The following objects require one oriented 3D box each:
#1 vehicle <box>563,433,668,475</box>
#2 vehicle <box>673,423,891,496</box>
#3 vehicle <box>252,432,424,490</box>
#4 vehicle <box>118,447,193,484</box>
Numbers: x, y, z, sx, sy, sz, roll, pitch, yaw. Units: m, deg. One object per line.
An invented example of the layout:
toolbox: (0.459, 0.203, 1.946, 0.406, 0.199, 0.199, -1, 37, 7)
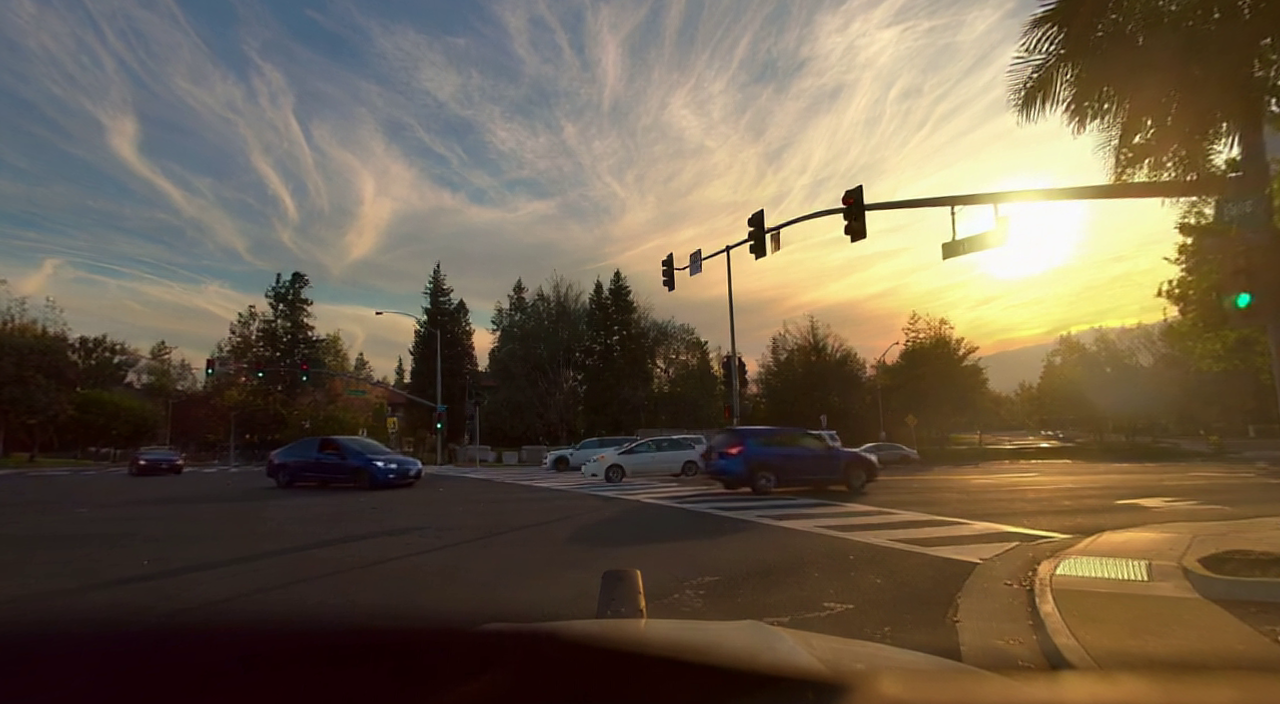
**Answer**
vehicle: (-1.081, 4.585, 28.519, 4.360, 1.749, 1.895, 4, -10, -29)
vehicle: (3.844, 2.952, 17.587, 5.332, 1.807, 2.450, 2, -9, -13)
vehicle: (-8.828, 3.131, 18.369, 4.826, 1.484, 2.000, -5, -10, 28)
vehicle: (-21.604, 4.962, 28.007, 1.953, 1.462, 4.589, 8, -12, -44)
